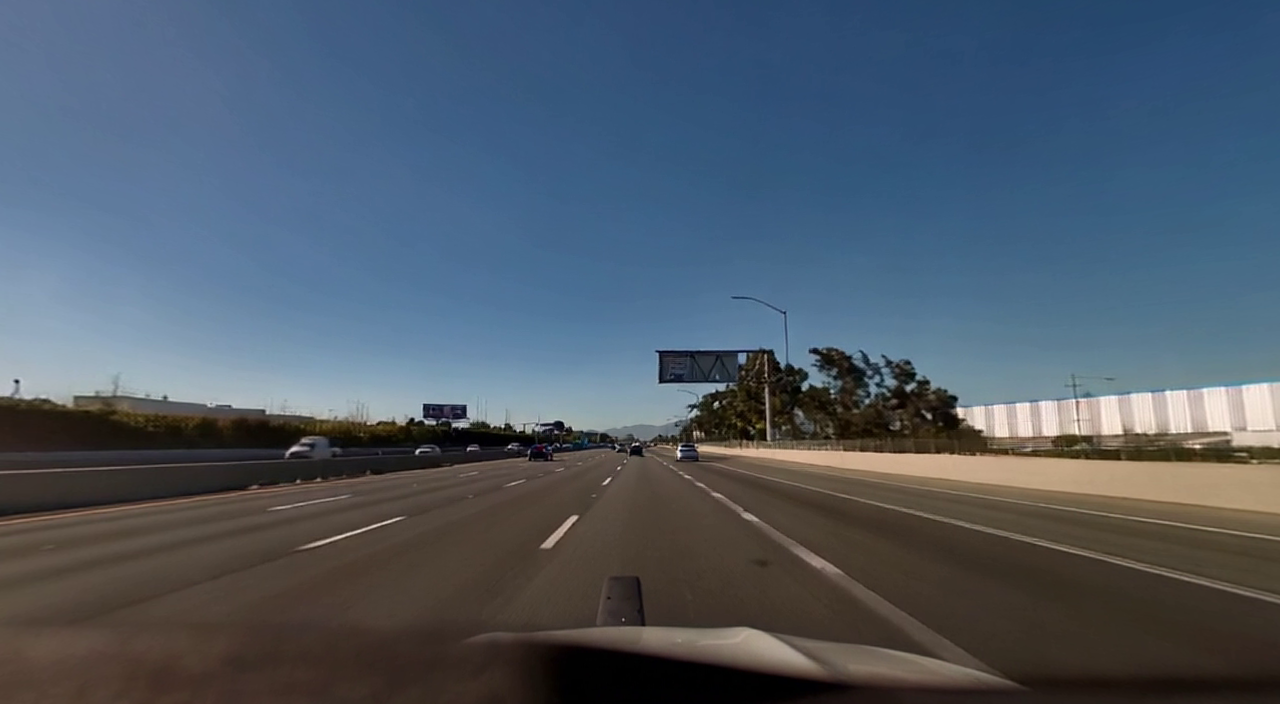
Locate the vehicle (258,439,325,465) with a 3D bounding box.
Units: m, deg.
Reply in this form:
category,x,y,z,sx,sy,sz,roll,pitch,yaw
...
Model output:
category,x,y,z,sx,sy,sz,roll,pitch,yaw
vehicle,-25.323,7.301,45.815,2.080,1.769,4.677,0,-9,1
